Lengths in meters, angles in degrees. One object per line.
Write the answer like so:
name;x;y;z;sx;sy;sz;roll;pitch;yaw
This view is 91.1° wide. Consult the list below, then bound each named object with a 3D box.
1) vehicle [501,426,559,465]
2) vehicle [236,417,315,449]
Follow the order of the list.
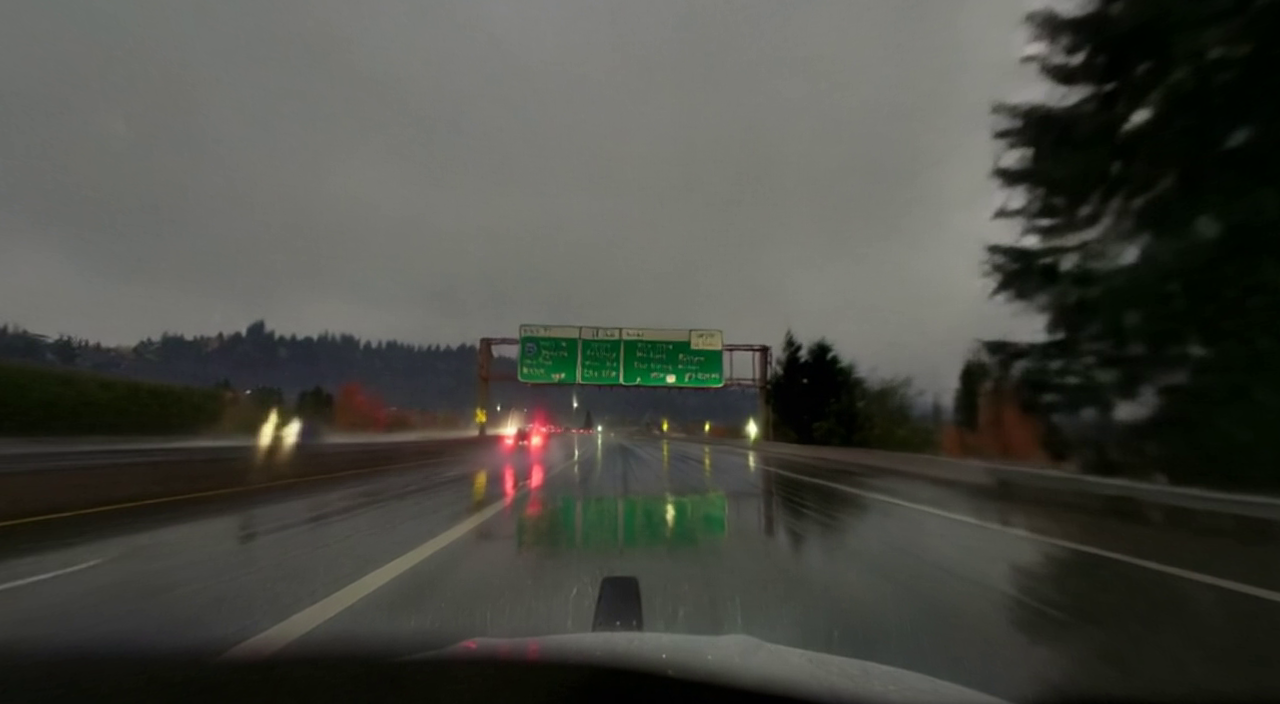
vehicle;-4.634;4.008;27.122;1.878;1.548;3.966;0;-8;-1
vehicle;-21.475;4.835;37.295;1.923;1.737;4.698;1;-8;-2
